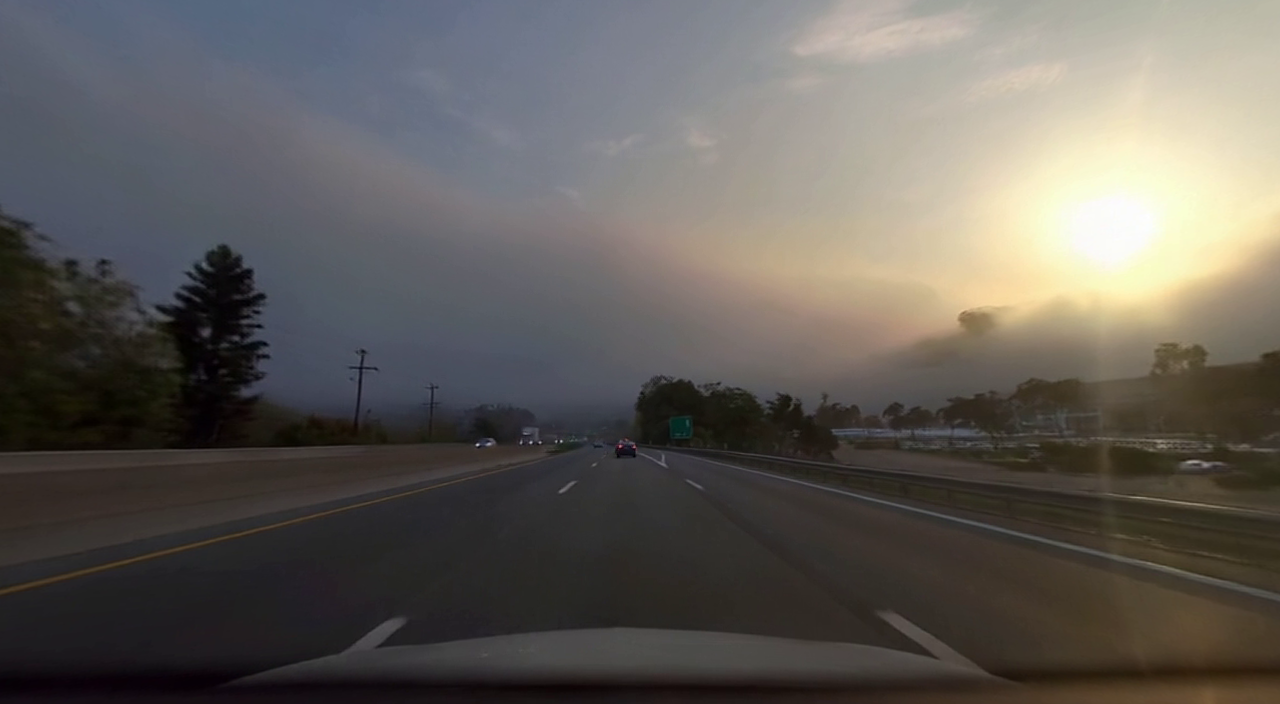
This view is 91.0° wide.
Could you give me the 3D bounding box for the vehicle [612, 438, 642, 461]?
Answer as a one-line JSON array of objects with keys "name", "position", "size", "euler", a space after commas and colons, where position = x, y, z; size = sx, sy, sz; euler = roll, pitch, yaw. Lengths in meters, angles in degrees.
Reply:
[{"name": "vehicle", "position": [-0.966, 6.917, 44.808], "size": [2.099, 1.504, 3.843], "euler": [0, -8, -2]}]
